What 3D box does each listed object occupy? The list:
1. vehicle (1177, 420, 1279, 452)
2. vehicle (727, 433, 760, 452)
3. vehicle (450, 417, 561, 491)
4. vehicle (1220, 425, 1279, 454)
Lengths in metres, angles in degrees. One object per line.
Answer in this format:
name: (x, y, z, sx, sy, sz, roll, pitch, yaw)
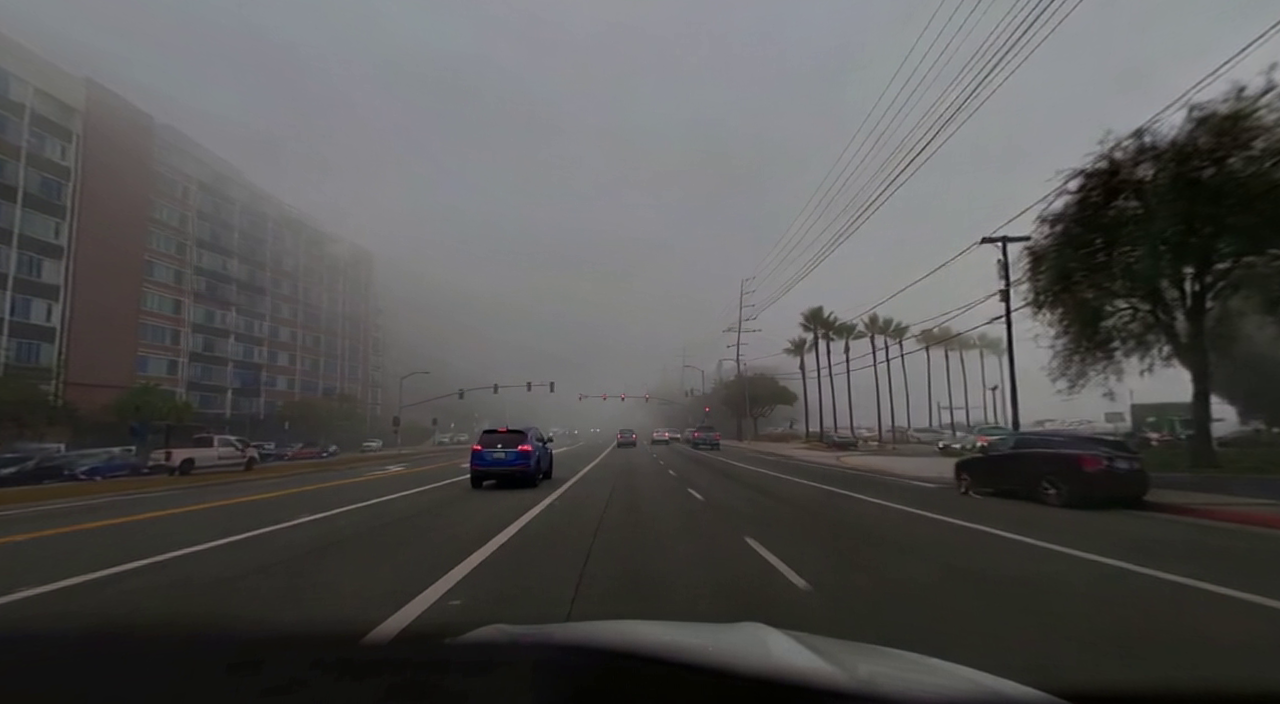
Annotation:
vehicle: (33.092, 4.729, 35.466, 4.393, 1.718, 1.961, 1, -9, -10)
vehicle: (8.048, 7.113, 49.445, 1.897, 1.390, 4.391, 0, -8, 1)
vehicle: (-3.549, 2.816, 17.591, 2.136, 1.779, 4.417, 0, -8, 0)
vehicle: (33.341, 4.595, 33.063, 4.327, 1.474, 1.963, 1, -9, -10)
